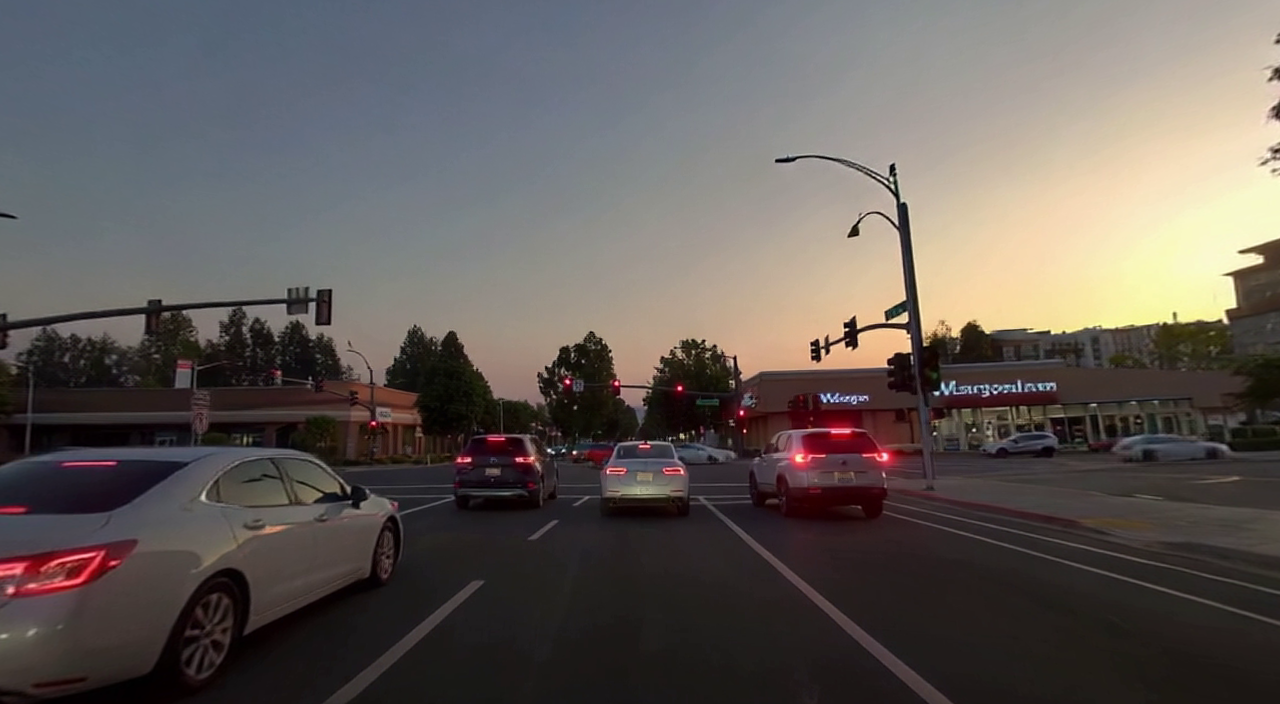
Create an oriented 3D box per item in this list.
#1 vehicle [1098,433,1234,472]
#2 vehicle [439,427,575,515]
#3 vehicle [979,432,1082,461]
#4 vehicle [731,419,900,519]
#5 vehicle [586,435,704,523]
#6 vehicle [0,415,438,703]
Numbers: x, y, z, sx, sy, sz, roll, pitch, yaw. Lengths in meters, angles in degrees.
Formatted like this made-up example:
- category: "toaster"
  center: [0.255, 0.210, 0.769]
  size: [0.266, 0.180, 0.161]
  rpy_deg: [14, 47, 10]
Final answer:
- category: "vehicle"
  center: [21.795, 4.178, 26.251]
  size: [3.822, 1.514, 1.905]
  rpy_deg: [-1, -9, 8]
- category: "vehicle"
  center: [-2.824, 2.653, 14.432]
  size: [2.072, 1.694, 4.070]
  rpy_deg: [-1, -9, 2]
- category: "vehicle"
  center: [23.313, 5.669, 37.752]
  size: [4.781, 1.700, 1.986]
  rpy_deg: [0, -9, 1]
- category: "vehicle"
  center: [3.311, 2.331, 12.962]
  size: [2.076, 1.691, 4.402]
  rpy_deg: [0, -9, -2]
- category: "vehicle"
  center: [0.126, 2.503, 12.909]
  size: [2.032, 1.499, 3.994]
  rpy_deg: [0, -9, 1]
- category: "vehicle"
  center: [-3.334, 1.348, 4.908]
  size: [2.014, 1.472, 4.357]
  rpy_deg: [0, -9, 1]
